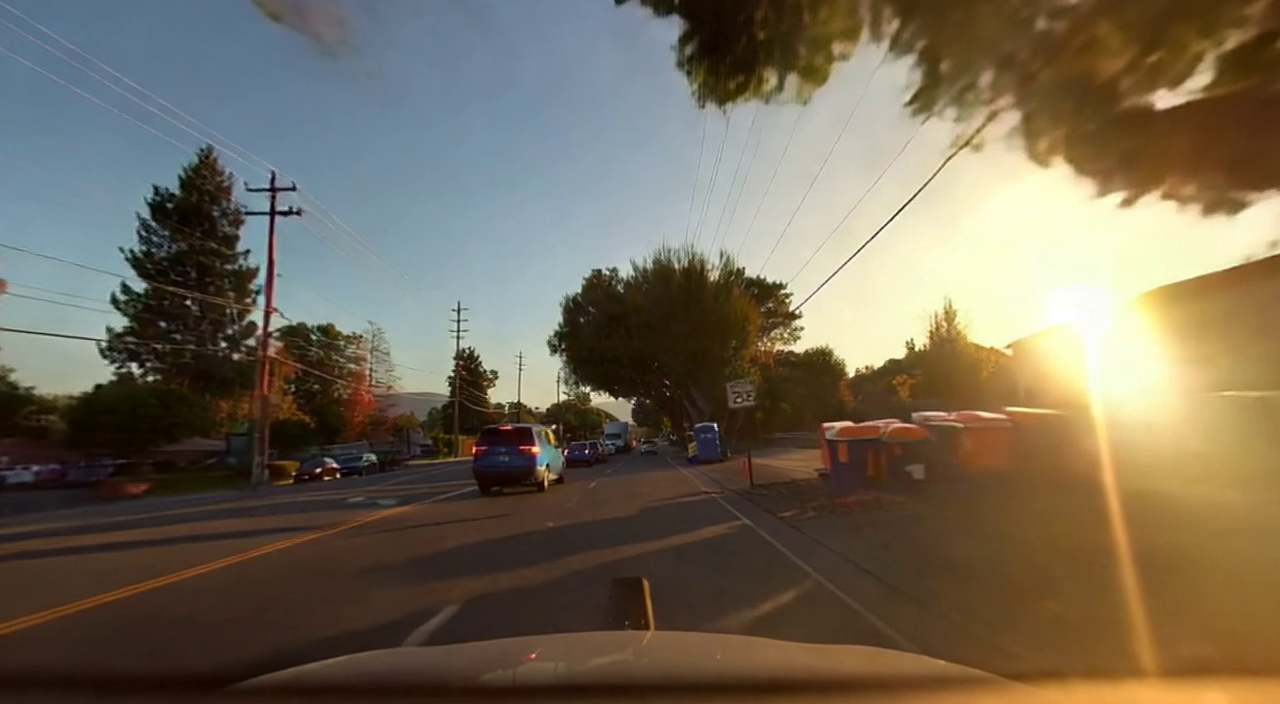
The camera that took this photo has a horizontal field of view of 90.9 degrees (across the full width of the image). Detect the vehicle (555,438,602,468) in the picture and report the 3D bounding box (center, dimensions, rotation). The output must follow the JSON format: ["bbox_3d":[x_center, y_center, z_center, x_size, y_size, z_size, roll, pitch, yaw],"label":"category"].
[{"bbox_3d":[-3.145,5.291,33.108,1.998,1.466,4.124,0,-8,1],"label":"vehicle"}]

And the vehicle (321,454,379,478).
[{"bbox_3d":[-20.282,7.962,44.348,2.231,1.478,4.603,1,-8,-5],"label":"vehicle"}]

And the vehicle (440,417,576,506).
[{"bbox_3d":[-2.996,2.644,15.664,2.180,1.818,5.117,0,-8,1],"label":"vehicle"}]

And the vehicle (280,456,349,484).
[{"bbox_3d":[-19.744,7.142,38.493,2.099,1.449,4.749,1,-8,-6],"label":"vehicle"}]
